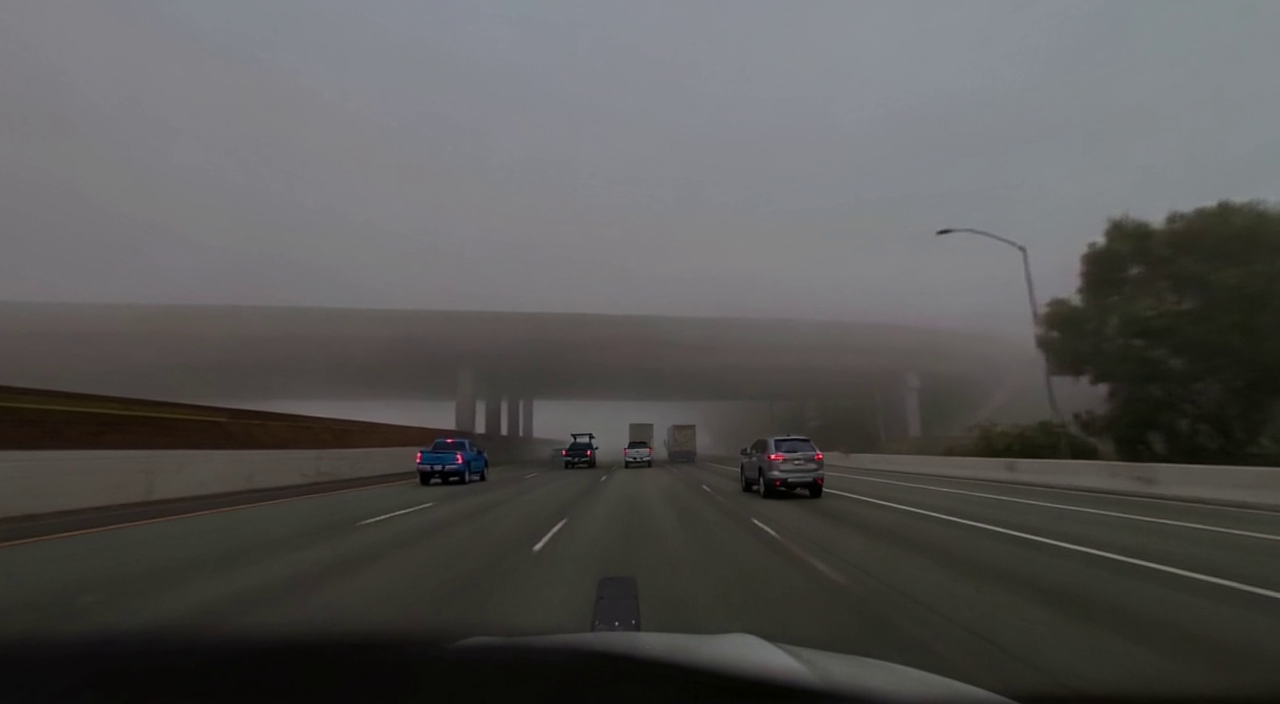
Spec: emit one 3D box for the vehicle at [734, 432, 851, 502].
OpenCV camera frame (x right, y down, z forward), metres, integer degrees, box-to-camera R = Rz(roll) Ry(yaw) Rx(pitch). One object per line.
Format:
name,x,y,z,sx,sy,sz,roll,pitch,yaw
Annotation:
vehicle,3.993,3.090,17.344,2.119,1.653,4.000,0,-9,-1

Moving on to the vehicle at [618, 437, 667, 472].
vehicle,0.098,5.858,36.226,2.572,1.837,5.693,0,-9,0

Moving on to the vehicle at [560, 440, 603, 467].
vehicle,-3.955,7.006,43.636,2.535,1.715,5.030,0,-9,0

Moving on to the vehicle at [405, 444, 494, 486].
vehicle,-7.192,4.288,24.369,1.947,1.444,4.595,0,-9,1
